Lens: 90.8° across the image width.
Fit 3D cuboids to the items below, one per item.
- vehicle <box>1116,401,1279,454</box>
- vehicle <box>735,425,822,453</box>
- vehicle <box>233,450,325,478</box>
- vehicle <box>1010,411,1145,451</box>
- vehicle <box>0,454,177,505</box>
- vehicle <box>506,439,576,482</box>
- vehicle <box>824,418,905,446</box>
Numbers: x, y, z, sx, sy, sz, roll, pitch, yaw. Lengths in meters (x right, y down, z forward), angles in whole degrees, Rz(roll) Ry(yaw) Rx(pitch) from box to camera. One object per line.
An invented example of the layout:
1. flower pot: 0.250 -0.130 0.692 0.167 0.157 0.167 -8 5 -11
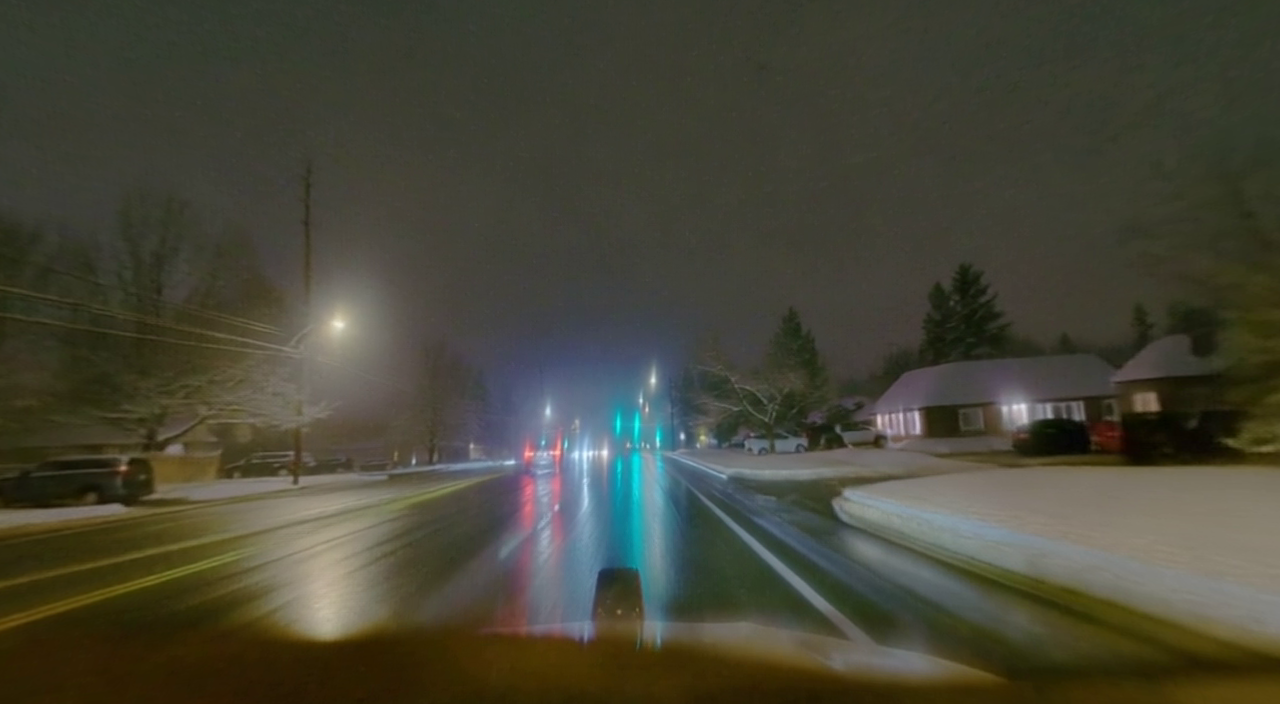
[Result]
1. vehicle: 17.178 2.353 19.165 1.784 1.411 4.402 0 -8 -5
2. vehicle: 10.458 6.613 48.094 6.098 2.021 2.524 0 -8 1
3. vehicle: -24.309 7.560 42.711 4.922 1.766 1.998 0 -8 -4
4. vehicle: 19.997 3.644 29.010 4.605 1.480 1.994 -4 -7 1
5. vehicle: -20.818 4.784 23.875 4.866 1.749 2.158 0 -8 1
6. vehicle: -3.718 4.165 24.557 2.030 1.467 4.251 0 -8 0
7. vehicle: 15.714 5.679 44.451 4.858 1.831 2.101 1 -9 -2
